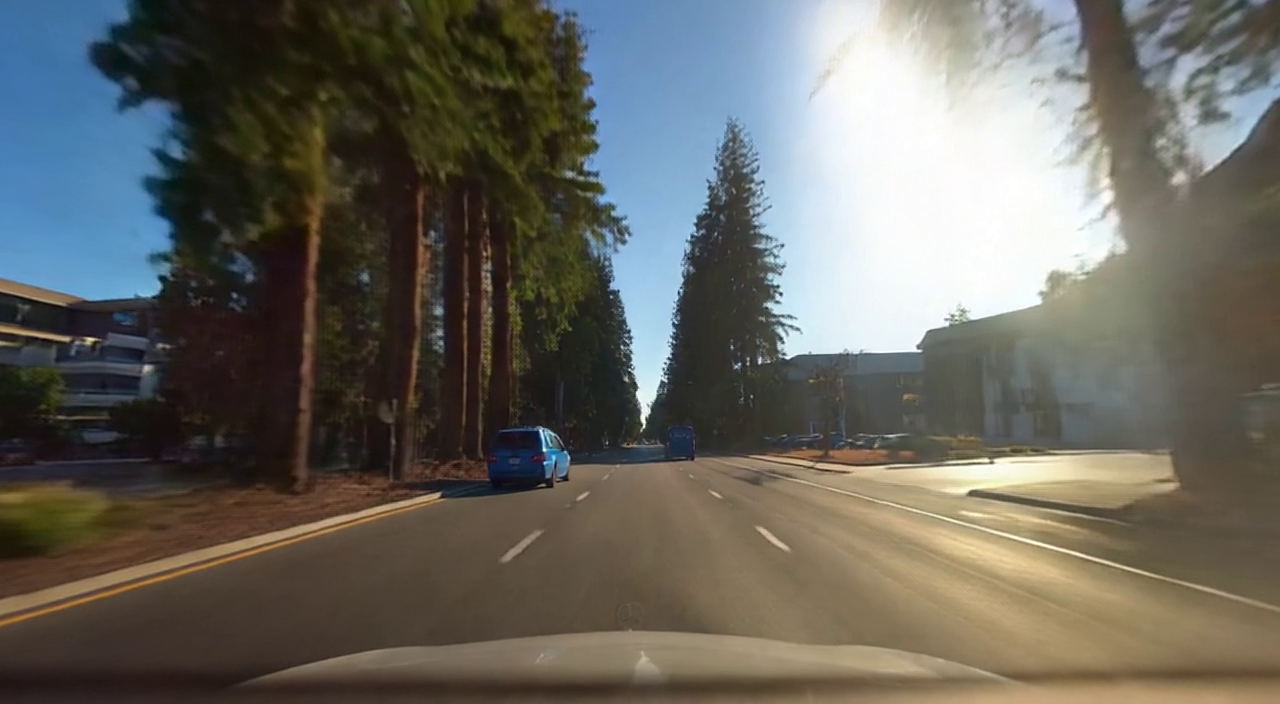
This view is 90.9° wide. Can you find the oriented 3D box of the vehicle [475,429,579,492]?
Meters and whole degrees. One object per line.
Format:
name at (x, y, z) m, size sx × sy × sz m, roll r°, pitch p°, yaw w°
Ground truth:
vehicle at (-3.130, 3.112, 18.525) m, size 2.129 × 1.602 × 4.532 m, roll 0°, pitch -8°, yaw 1°
